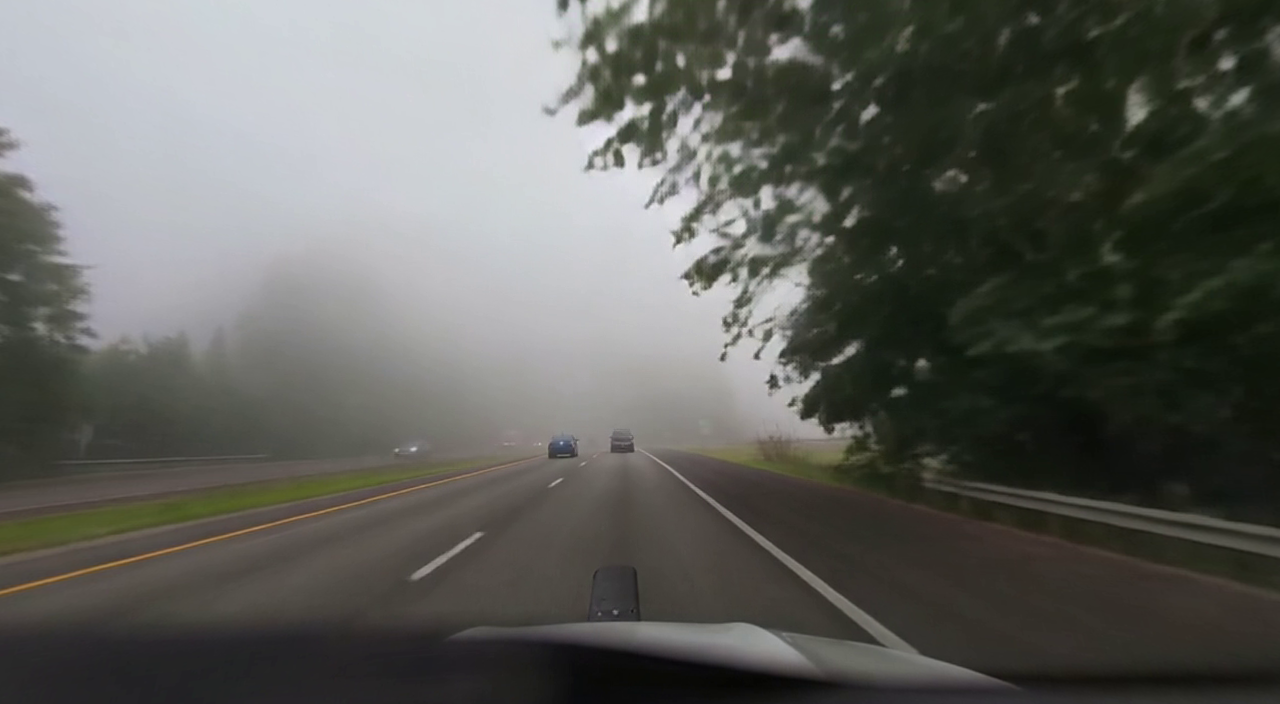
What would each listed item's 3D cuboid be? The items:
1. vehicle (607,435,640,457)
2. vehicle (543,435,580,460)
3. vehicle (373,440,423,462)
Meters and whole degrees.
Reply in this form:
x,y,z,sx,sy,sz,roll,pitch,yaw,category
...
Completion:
x,y,z,sx,sy,sz,roll,pitch,yaw,category
-1.107,6.478,43.645,2.162,1.460,4.242,0,-8,-1,vehicle
-4.906,5.993,39.748,1.907,1.445,4.049,0,-8,-2,vehicle
-17.086,6.970,44.668,1.897,1.479,4.203,0,-8,-1,vehicle
